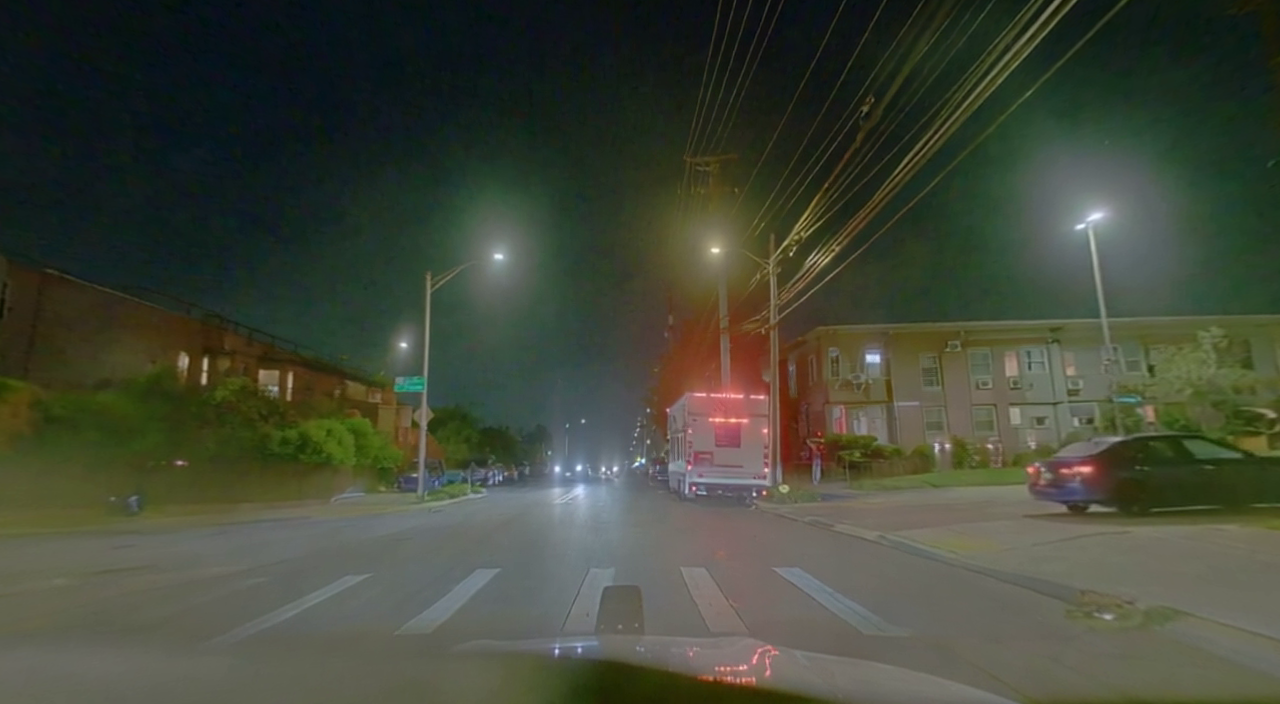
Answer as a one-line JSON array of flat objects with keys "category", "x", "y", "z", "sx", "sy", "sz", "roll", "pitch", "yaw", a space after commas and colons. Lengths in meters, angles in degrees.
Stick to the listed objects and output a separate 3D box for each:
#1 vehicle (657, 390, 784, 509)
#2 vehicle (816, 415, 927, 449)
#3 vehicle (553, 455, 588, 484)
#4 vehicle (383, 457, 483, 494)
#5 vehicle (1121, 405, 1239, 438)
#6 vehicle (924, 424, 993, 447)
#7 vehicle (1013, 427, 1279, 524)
[{"category": "vehicle", "x": 2.374, "y": 3.310, "z": 21.776, "sx": 2.886, "sy": 3.321, "sz": 7.809, "roll": 0, "pitch": -8, "yaw": -3}, {"category": "vehicle", "x": 10.589, "y": 3.701, "z": 29.065, "sx": 4.396, "sy": 1.459, "sz": 1.749, "roll": 0, "pitch": -8, "yaw": -3}, {"category": "vehicle", "x": -4.577, "y": 7.853, "z": 42.429, "sx": 1.952, "sy": 1.708, "sz": 4.096, "roll": 0, "pitch": -8, "yaw": -1}, {"category": "vehicle", "x": -11.504, "y": 6.814, "z": 35.179, "sx": 5.093, "sy": 1.855, "sz": 2.338, "roll": 3, "pitch": -9, "yaw": -21}, {"category": "vehicle", "x": 27.843, "y": 3.617, "z": 32.679, "sx": 4.413, "sy": 1.608, "sz": 1.858, "roll": 0, "pitch": -8, "yaw": -2}, {"category": "vehicle", "x": 21.868, "y": 5.775, "z": 43.466, "sx": 3.761, "sy": 1.538, "sz": 1.743, "roll": 0, "pitch": -8, "yaw": -1}, {"category": "vehicle", "x": 9.779, "y": 2.167, "z": 11.461, "sx": 4.857, "sy": 1.525, "sz": 1.976, "roll": 0, "pitch": -8, "yaw": -6}]
